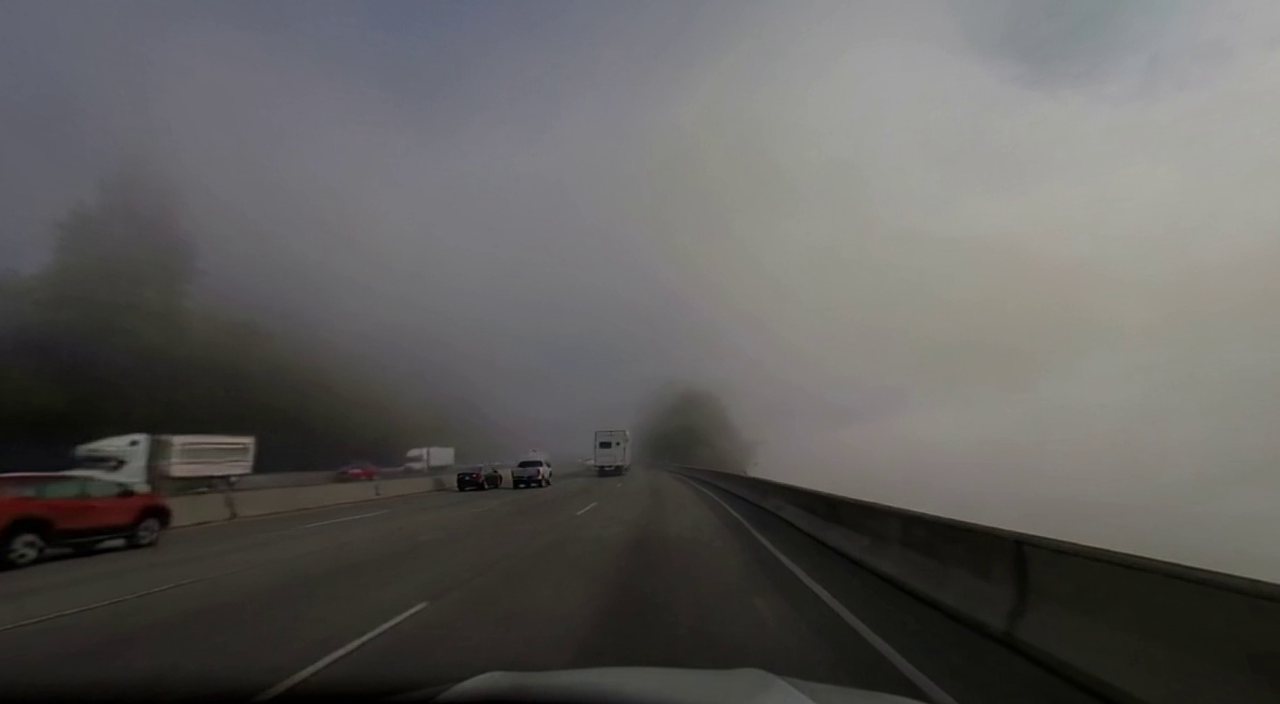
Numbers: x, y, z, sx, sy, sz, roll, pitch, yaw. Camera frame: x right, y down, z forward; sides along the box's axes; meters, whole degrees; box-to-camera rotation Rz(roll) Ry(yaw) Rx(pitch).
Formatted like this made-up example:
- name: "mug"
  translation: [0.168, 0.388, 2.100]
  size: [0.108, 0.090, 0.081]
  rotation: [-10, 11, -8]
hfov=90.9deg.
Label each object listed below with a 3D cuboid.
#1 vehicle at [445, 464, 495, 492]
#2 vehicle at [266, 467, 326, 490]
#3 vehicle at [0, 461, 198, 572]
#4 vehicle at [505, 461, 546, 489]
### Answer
- name: "vehicle"
  translation: [-10.690, 7.930, 39.854]
  size: [1.872, 1.536, 4.134]
  rotation: [0, -9, 2]
- name: "vehicle"
  translation: [-26.708, 9.818, 49.086]
  size: [1.854, 1.500, 4.763]
  rotation: [0, -9, 1]
- name: "vehicle"
  translation: [-11.627, 3.122, 12.601]
  size: [2.005, 1.774, 4.610]
  rotation: [-1, -9, 3]
- name: "vehicle"
  translation: [-6.784, 7.295, 37.504]
  size: [1.778, 1.560, 3.030]
  rotation: [0, -9, 2]
